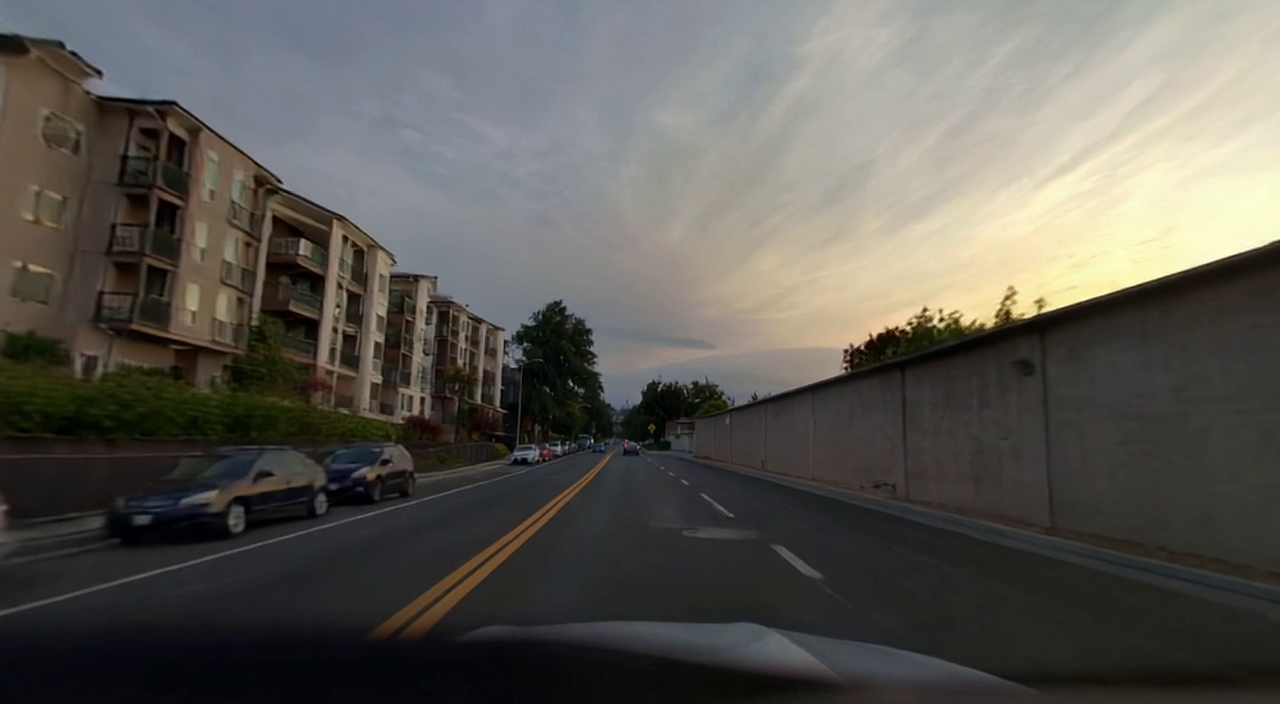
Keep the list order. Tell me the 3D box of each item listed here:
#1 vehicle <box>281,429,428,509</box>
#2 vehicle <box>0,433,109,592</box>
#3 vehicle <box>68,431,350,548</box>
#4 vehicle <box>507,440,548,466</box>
[{"bbox_3d":[-6.955,2.842,15.909,1.878,1.658,3.827,3,-8,-1],"label":"vehicle"},{"bbox_3d":[-6.751,1.269,4.480,1.914,1.417,4.750,3,-8,-2],"label":"vehicle"},{"bbox_3d":[-6.866,2.176,10.825,1.773,1.466,4.407,4,-8,-2],"label":"vehicle"},{"bbox_3d":[-7.487,6.762,42.626,1.913,1.560,4.513,2,-8,0],"label":"vehicle"}]
